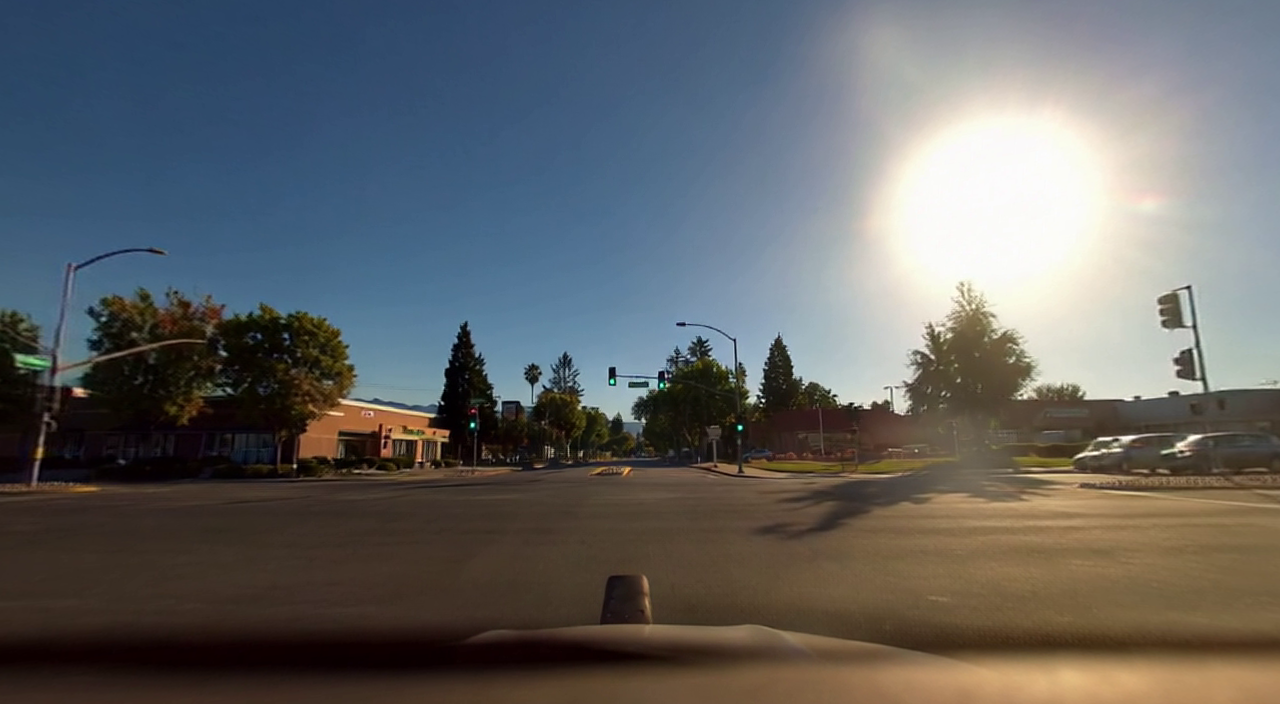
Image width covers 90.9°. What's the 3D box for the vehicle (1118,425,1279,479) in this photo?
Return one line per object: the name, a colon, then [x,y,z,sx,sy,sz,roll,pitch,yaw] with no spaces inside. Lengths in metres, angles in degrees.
vehicle: [18.165,3.163,20.035,4.288,1.600,1.927,0,-8,1]
